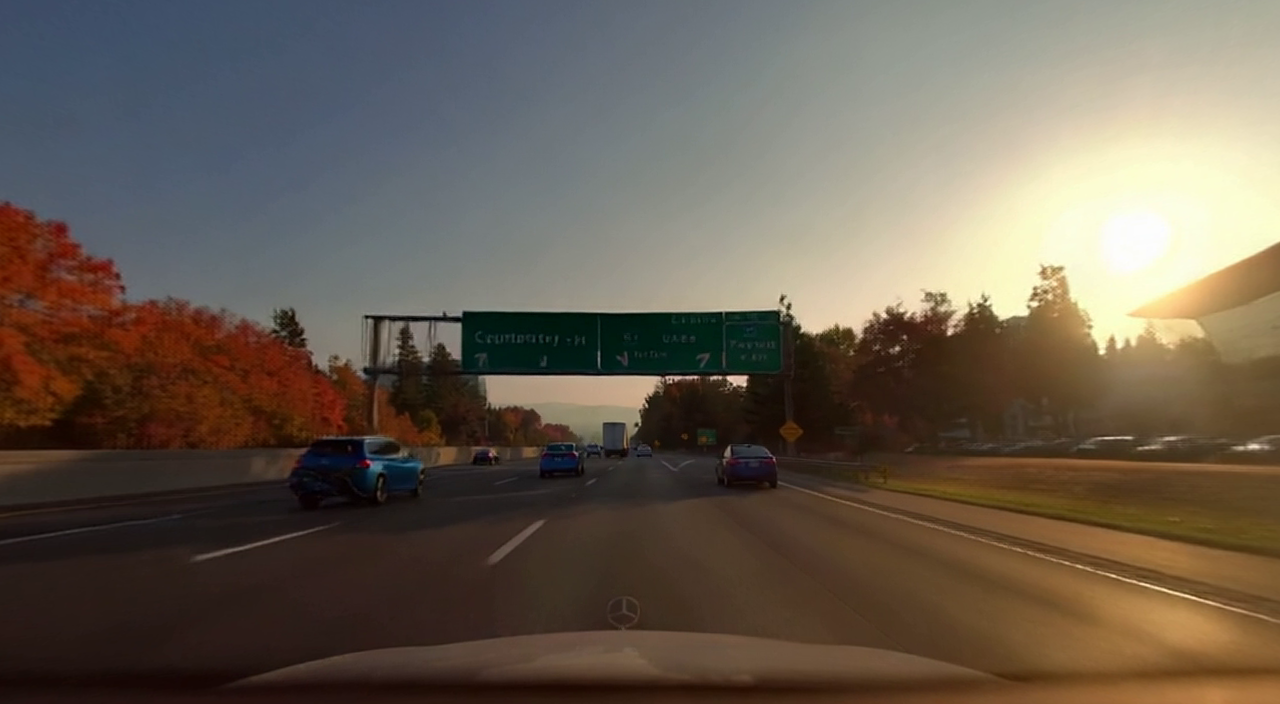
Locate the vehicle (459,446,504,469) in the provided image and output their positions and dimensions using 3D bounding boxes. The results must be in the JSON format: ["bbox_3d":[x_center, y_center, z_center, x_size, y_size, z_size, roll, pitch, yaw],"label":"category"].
[{"bbox_3d":[-10.889,7.264,43.524,1.919,1.509,4.265,0,-9,1],"label":"vehicle"}]

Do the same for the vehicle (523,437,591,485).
[{"bbox_3d":[-3.258,4.378,25.638,2.111,1.742,4.315,0,-9,1],"label":"vehicle"}]

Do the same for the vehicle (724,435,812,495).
[{"bbox_3d":[4.091,3.697,20.991,2.101,1.742,4.495,0,-9,2],"label":"vehicle"}]

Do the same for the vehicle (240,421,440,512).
[{"bbox_3d":[-7.070,2.787,15.762,2.314,1.842,5.279,0,-9,1],"label":"vehicle"}]
